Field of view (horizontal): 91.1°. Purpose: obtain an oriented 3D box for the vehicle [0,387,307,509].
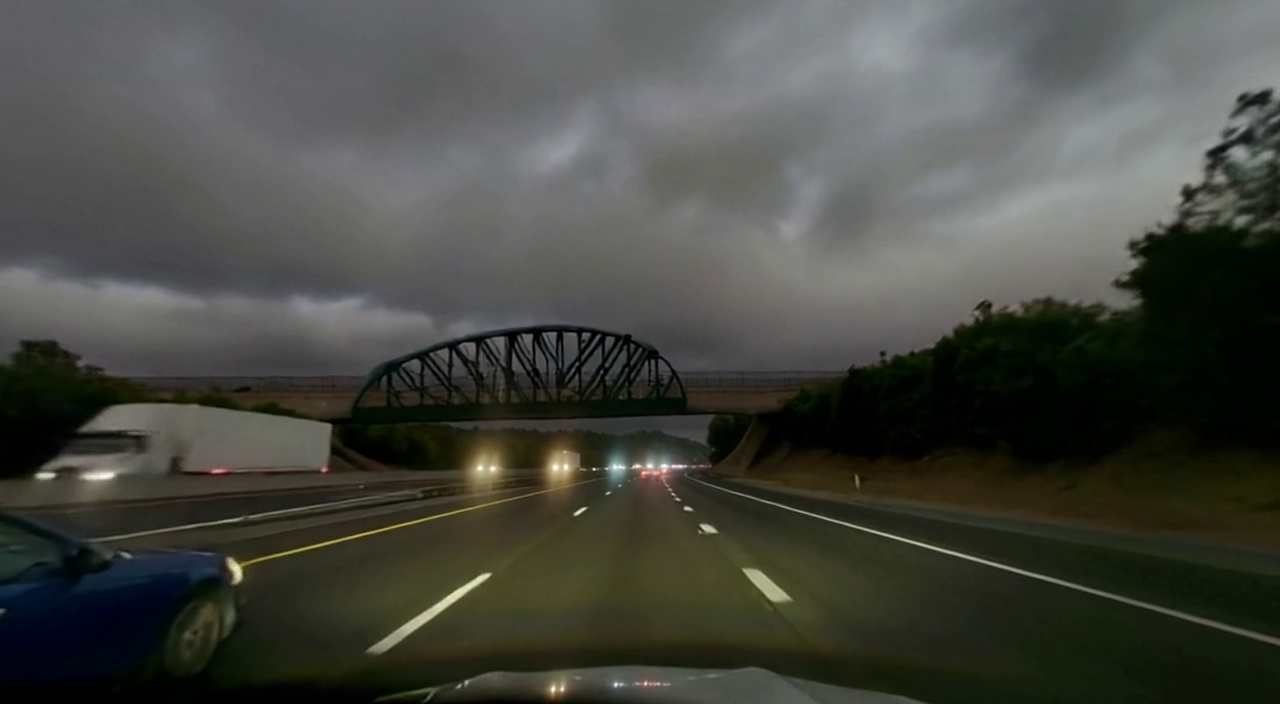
[{"bbox_3d":[-19.702,4.397,27.548,2.814,4.002,13.544,1,-11,0],"label":"vehicle"}]
